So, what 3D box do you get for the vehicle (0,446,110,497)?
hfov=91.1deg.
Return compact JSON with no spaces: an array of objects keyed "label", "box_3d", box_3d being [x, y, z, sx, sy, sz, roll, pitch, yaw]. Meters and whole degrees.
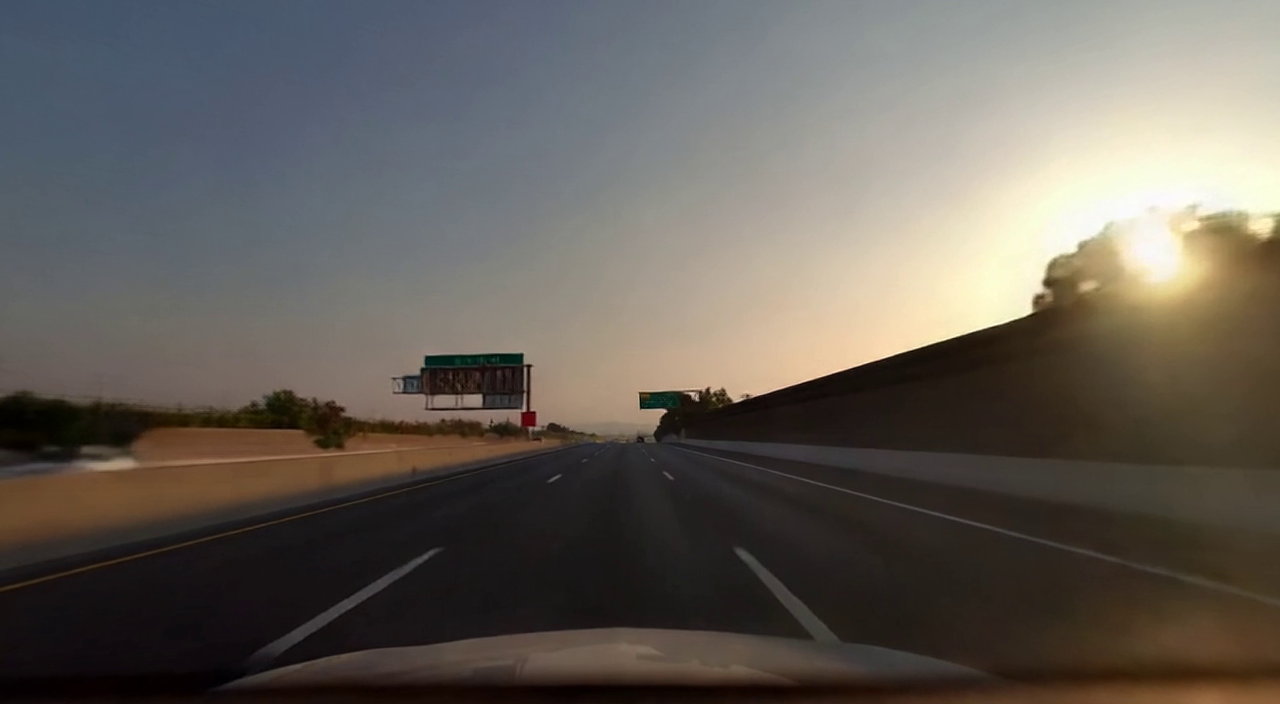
[{"label":"vehicle","box_3d":[-20.843,4.024,21.489,1.829,1.515,4.130,0,-8,0]}]
